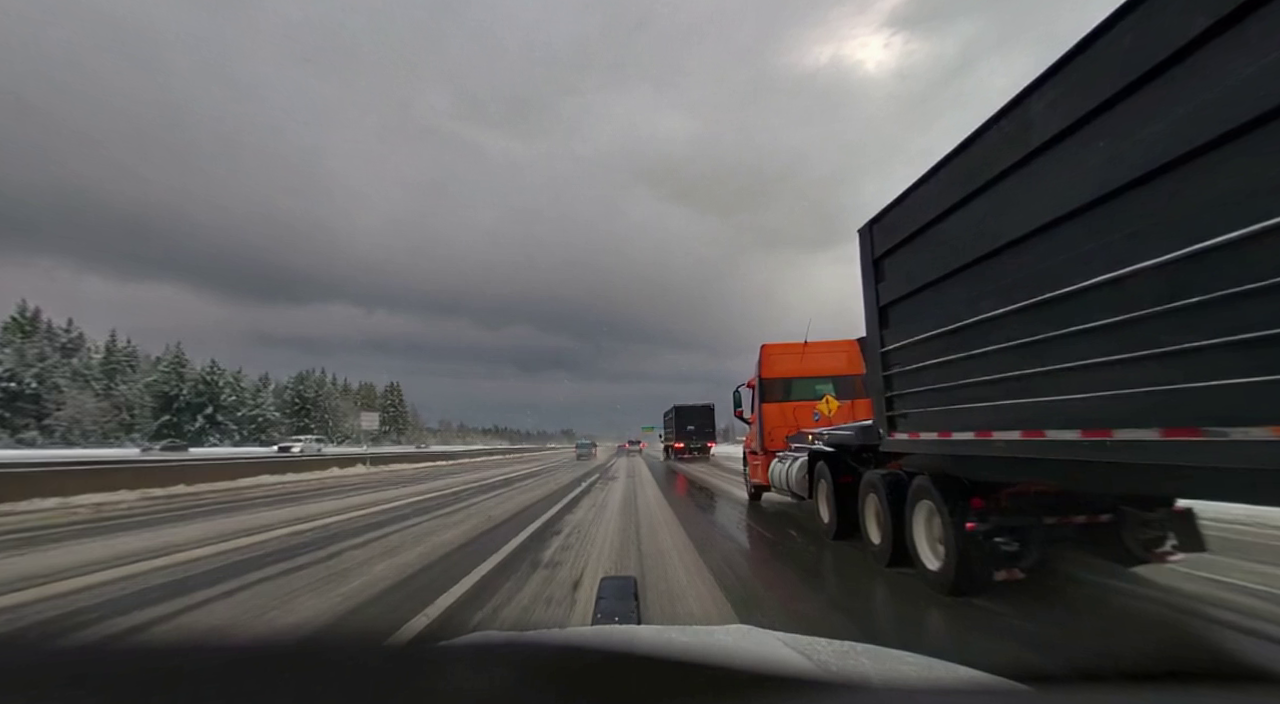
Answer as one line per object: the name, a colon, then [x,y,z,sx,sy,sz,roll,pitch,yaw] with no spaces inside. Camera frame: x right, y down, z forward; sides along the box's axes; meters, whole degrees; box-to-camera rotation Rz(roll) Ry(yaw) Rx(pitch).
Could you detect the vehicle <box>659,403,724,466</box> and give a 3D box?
vehicle: [3.087,5.515,41.407,2.966,3.586,10.563,0,-9,-2]
